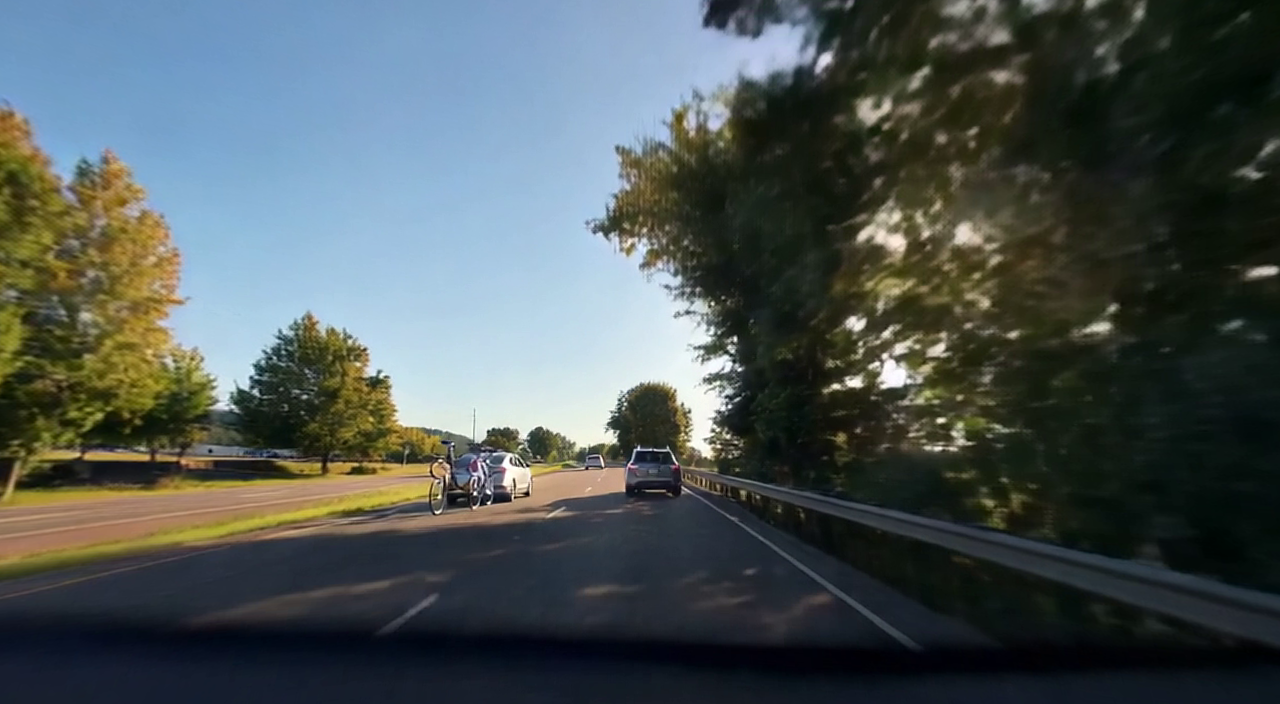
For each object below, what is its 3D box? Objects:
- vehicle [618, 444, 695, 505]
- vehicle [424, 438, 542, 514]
[{"bbox_3d":[0.407,3.606,18.951,2.063,1.582,3.955,0,-9,-1],"label":"vehicle"},{"bbox_3d":[-3.861,3.124,16.300,1.962,1.681,4.033,0,-9,1],"label":"vehicle"}]
